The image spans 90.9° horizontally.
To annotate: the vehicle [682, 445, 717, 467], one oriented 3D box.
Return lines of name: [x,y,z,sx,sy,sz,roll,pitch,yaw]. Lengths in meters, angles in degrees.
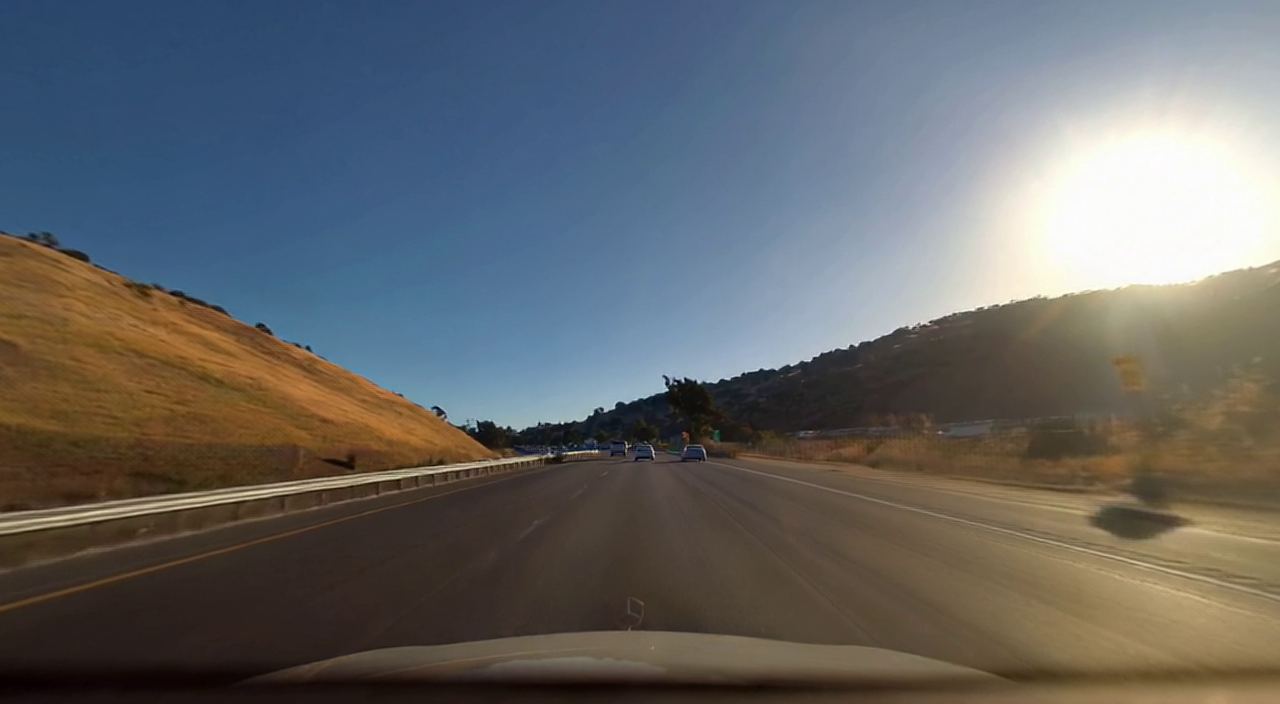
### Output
vehicle: [3.861,6.809,41.386,1.976,1.352,3.602,0,-8,0]

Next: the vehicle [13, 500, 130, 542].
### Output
vehicle: [-31.582,9.398,35.281,1.982,1.708,4.819,0,-8,1]

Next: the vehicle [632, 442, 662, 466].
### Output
vehicle: [0.466,7.208,44.912,1.986,1.576,4.312,0,-8,0]
